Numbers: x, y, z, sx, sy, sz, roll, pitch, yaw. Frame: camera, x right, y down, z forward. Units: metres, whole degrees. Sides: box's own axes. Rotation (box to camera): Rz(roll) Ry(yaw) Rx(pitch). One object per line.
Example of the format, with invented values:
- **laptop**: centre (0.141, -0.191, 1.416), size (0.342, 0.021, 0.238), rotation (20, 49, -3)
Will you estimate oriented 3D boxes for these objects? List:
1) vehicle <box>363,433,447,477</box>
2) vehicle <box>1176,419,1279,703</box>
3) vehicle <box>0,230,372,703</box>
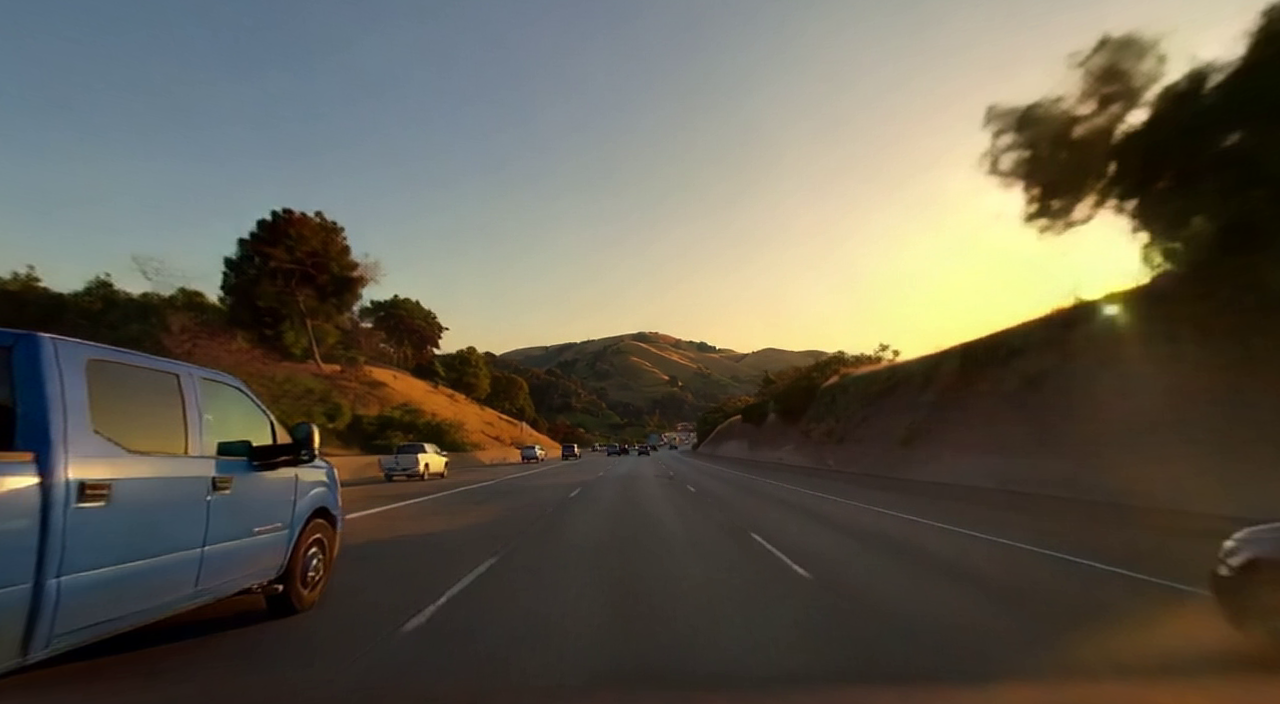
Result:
- **vehicle**: centre (-10.940, 4.823, 29.841), size (2.012, 1.875, 4.895), rotation (0, -9, 1)
- **vehicle**: centre (4.295, 0.843, 1.439), size (2.047, 1.524, 4.619), rotation (0, -9, 0)
- **vehicle**: centre (-3.485, 0.602, 2.017), size (2.483, 2.100, 6.208), rotation (0, -9, 0)
